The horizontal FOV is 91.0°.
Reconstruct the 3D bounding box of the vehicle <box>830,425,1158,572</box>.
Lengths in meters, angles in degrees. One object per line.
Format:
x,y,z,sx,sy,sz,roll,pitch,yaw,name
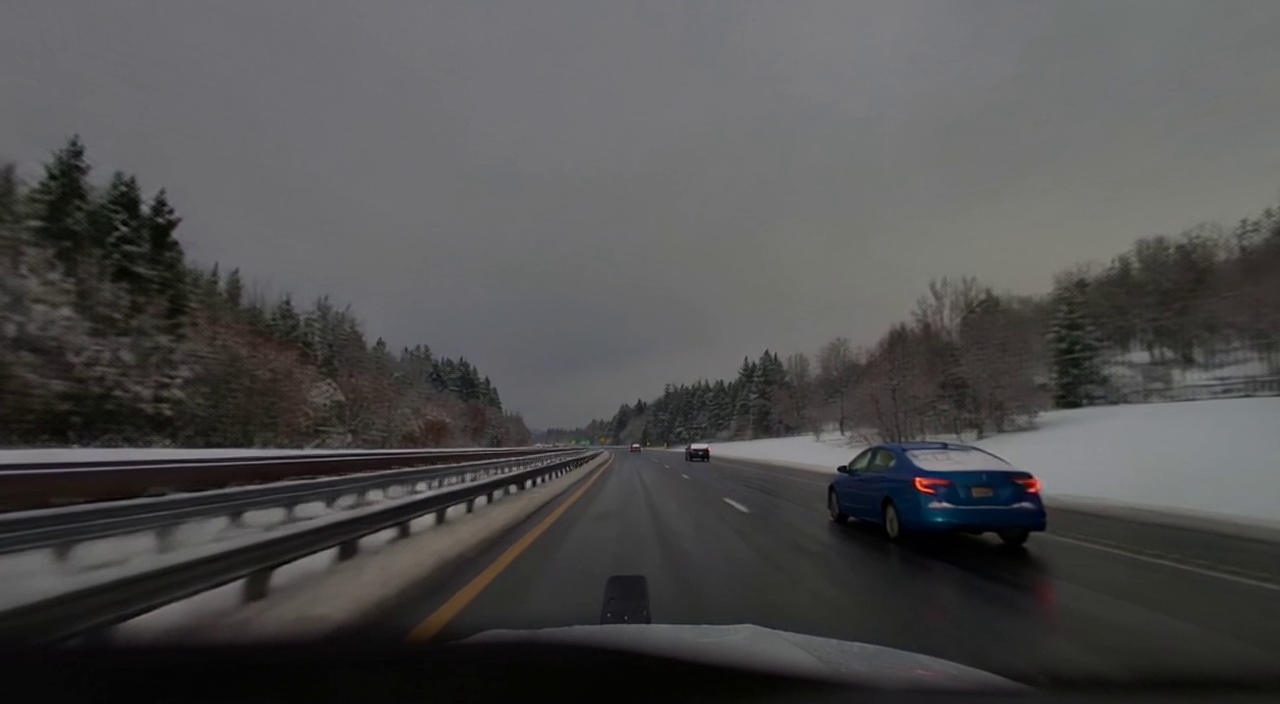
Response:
4.374,1.853,8.772,2.072,1.528,4.176,0,-8,-1,vehicle

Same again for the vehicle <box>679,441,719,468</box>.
3.504,6.163,37.930,1.945,1.538,3.729,0,-8,-2,vehicle
